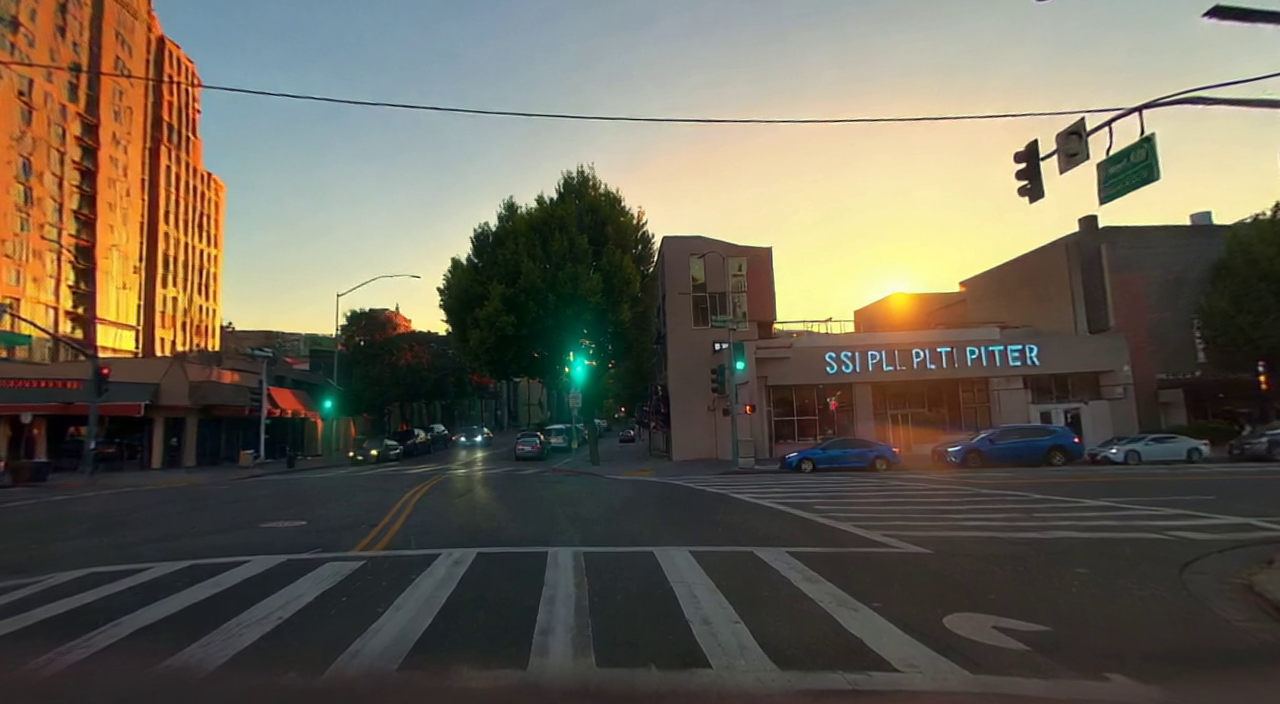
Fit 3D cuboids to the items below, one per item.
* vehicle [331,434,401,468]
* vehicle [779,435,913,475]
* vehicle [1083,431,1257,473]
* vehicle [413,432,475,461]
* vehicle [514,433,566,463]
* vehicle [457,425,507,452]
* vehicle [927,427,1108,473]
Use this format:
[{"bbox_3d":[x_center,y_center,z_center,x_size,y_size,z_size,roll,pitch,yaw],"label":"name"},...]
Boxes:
[{"bbox_3d":[-15.174,5.455,35.263,1.933,1.461,4.393,-5,-5,0],"label":"vehicle"},{"bbox_3d":[7.703,3.897,23.970,4.426,1.446,1.795,0,-8,0],"label":"vehicle"},{"bbox_3d":[19.627,3.714,23.553,4.782,1.455,1.936,0,-8,-2],"label":"vehicle"},{"bbox_3d":[-10.607,5.151,34.543,2.119,1.485,4.472,0,-8,-2],"label":"vehicle"},{"bbox_3d":[-5.225,5.082,33.440,1.892,1.481,4.365,-1,-8,2],"label":"vehicle"},{"bbox_3d":[-10.868,6.051,43.853,2.181,1.723,4.692,0,-8,1],"label":"vehicle"},{"bbox_3d":[14.049,3.668,23.789,5.420,1.609,2.063,0,-8,1],"label":"vehicle"}]
